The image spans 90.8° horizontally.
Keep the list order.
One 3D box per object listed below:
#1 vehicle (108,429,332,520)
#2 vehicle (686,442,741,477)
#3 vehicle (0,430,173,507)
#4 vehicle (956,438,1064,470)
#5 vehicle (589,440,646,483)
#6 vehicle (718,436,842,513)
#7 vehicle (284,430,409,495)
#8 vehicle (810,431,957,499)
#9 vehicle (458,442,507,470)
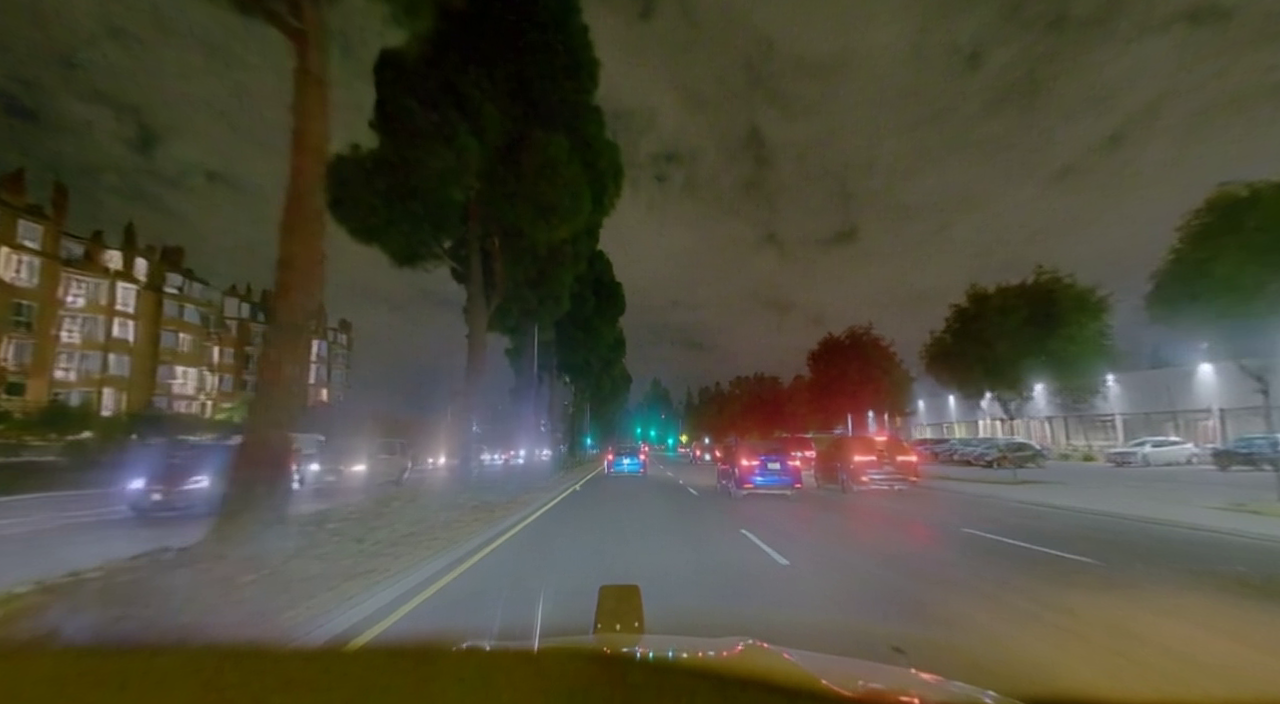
[{"bbox_3d":[-9.006,2.629,14.169,2.019,1.668,4.433,-1,-8,-1],"label":"vehicle"},{"bbox_3d":[3.286,4.891,28.975,1.908,1.453,4.230,0,-9,-2],"label":"vehicle"},{"bbox_3d":[-16.256,3.279,18.208,1.978,1.905,4.702,0,-9,-1],"label":"vehicle"},{"bbox_3d":[20.528,5.690,35.201,4.697,1.691,2.106,0,-9,-1],"label":"vehicle"},{"bbox_3d":[-0.799,4.120,23.921,1.994,1.479,3.647,0,-9,0],"label":"vehicle"},{"bbox_3d":[2.995,2.719,14.424,1.852,1.498,3.825,0,-9,-2],"label":"vehicle"},{"bbox_3d":[-9.077,3.454,20.018,1.927,1.788,4.541,1,-9,-3],"label":"vehicle"},{"bbox_3d":[7.143,3.407,19.360,2.224,1.772,5.325,0,-9,-2],"label":"vehicle"},{"bbox_3d":[-9.510,6.315,38.471,1.953,1.612,4.204,0,-9,-1],"label":"vehicle"}]
